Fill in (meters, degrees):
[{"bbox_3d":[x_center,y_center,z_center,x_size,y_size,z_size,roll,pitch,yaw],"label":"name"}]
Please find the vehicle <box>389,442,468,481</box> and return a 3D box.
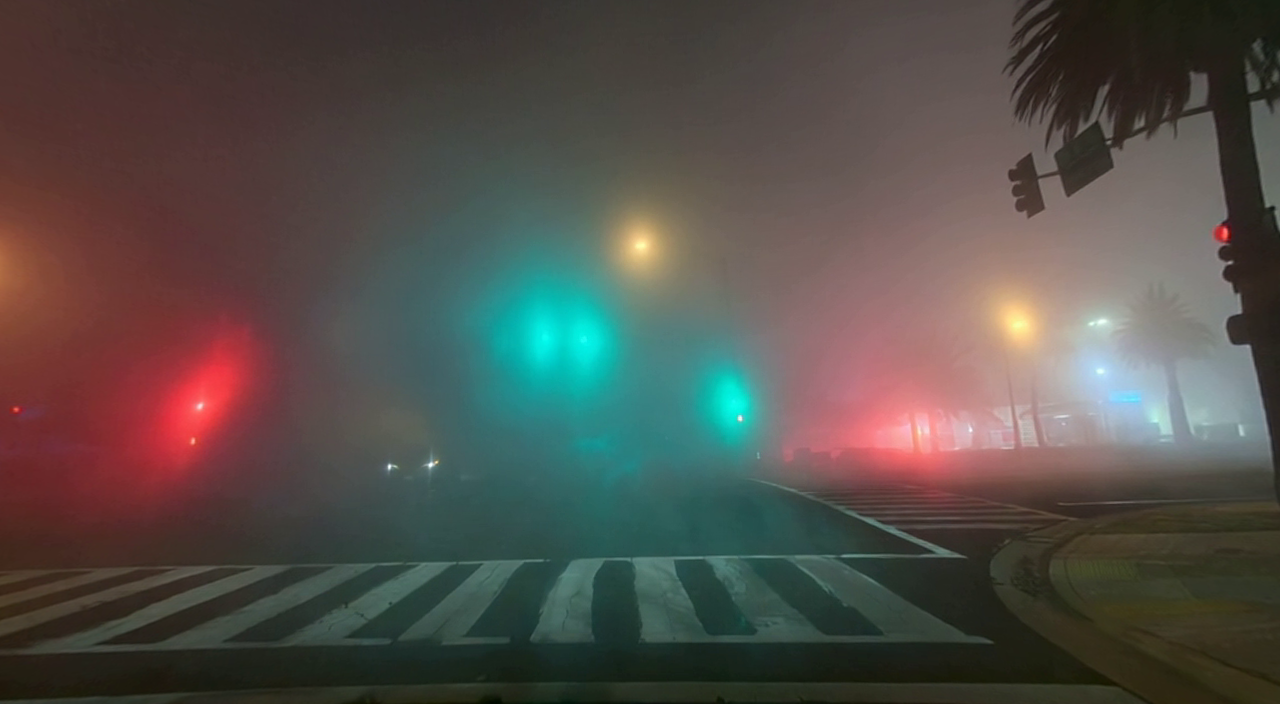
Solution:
[{"bbox_3d":[-10.740,5.583,32.374,2.270,1.833,4.860,0,-9,1],"label":"vehicle"}]
